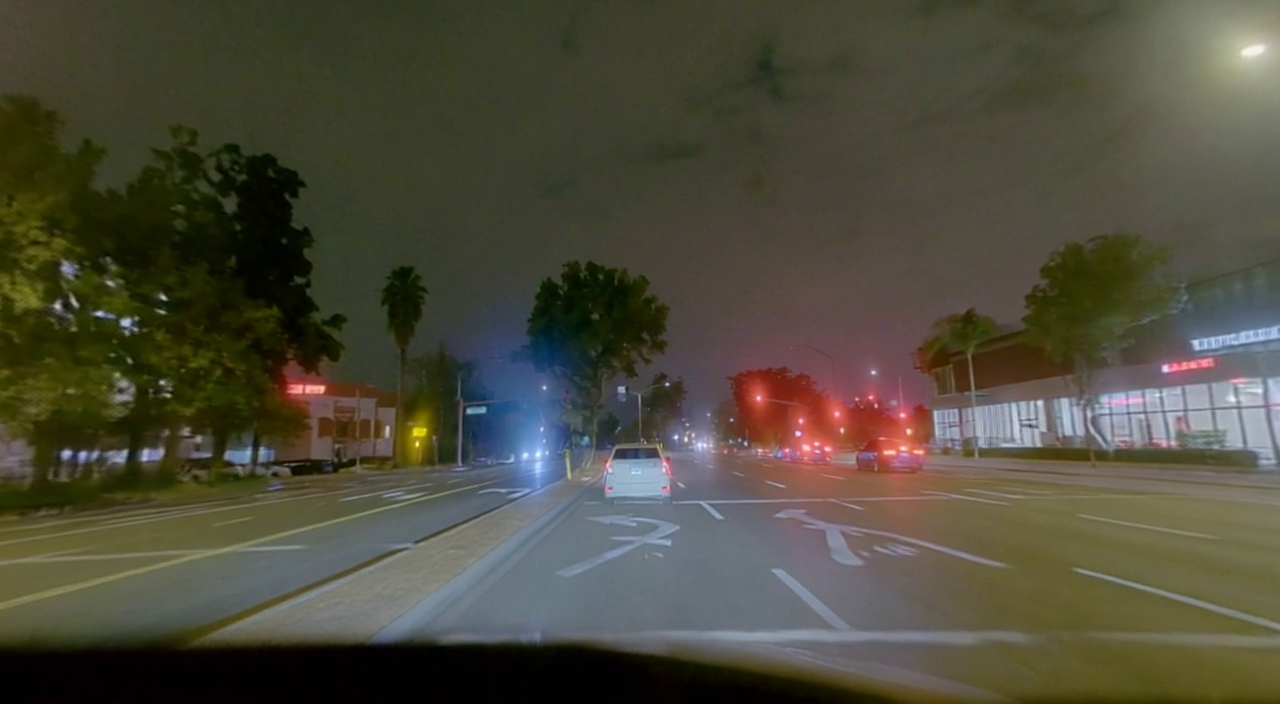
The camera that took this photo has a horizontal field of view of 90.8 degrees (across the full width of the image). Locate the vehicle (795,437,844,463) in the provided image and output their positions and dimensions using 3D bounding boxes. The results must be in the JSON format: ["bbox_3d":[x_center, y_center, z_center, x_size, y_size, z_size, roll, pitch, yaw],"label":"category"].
[{"bbox_3d":[13.111,7.186,46.513,1.981,1.746,5.375,0,-9,-1],"label":"vehicle"}]

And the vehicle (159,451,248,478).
[{"bbox_3d":[-30.977,7.935,44.893,4.758,1.809,2.114,8,-12,-44],"label":"vehicle"}]

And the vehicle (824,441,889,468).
[{"bbox_3d":[12.604,5.987,37.127,2.059,1.482,4.568,0,-9,-1],"label":"vehicle"}]

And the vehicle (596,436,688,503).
[{"bbox_3d":[0.008,2.947,16.229,2.064,1.477,3.968,0,-9,-1],"label":"vehicle"}]
